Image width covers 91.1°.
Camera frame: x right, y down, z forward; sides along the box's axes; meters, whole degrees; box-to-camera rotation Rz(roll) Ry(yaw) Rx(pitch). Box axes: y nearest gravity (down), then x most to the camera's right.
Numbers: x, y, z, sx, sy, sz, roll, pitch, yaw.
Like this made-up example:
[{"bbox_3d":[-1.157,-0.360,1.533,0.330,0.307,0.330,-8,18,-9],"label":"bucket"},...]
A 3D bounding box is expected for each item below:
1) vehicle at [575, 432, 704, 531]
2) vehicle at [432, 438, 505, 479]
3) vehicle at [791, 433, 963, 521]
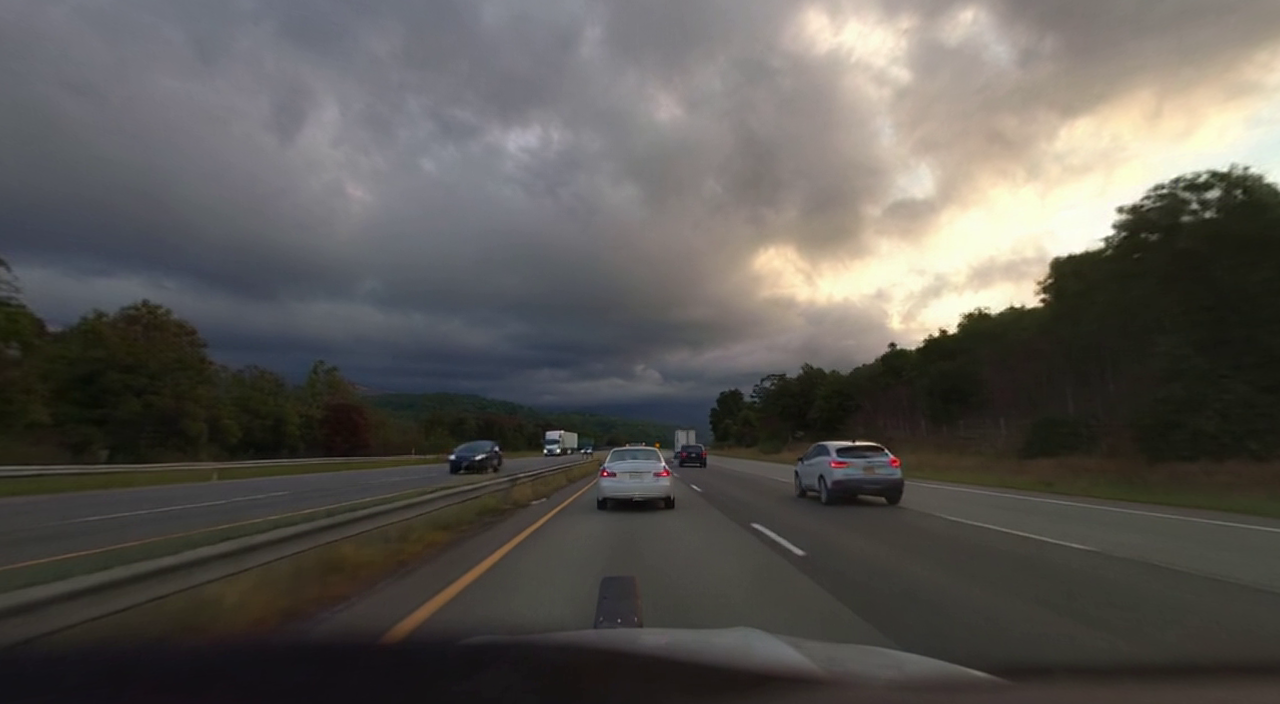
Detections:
[{"bbox_3d":[-0.053,2.377,12.055,2.088,1.580,3.657,0,-9,-1],"label":"vehicle"},{"bbox_3d":[-8.661,5.446,32.317,2.178,1.875,5.264,-1,-9,1],"label":"vehicle"},{"bbox_3d":[4.650,2.502,13.063,1.931,1.516,3.995,0,-9,-1],"label":"vehicle"}]
